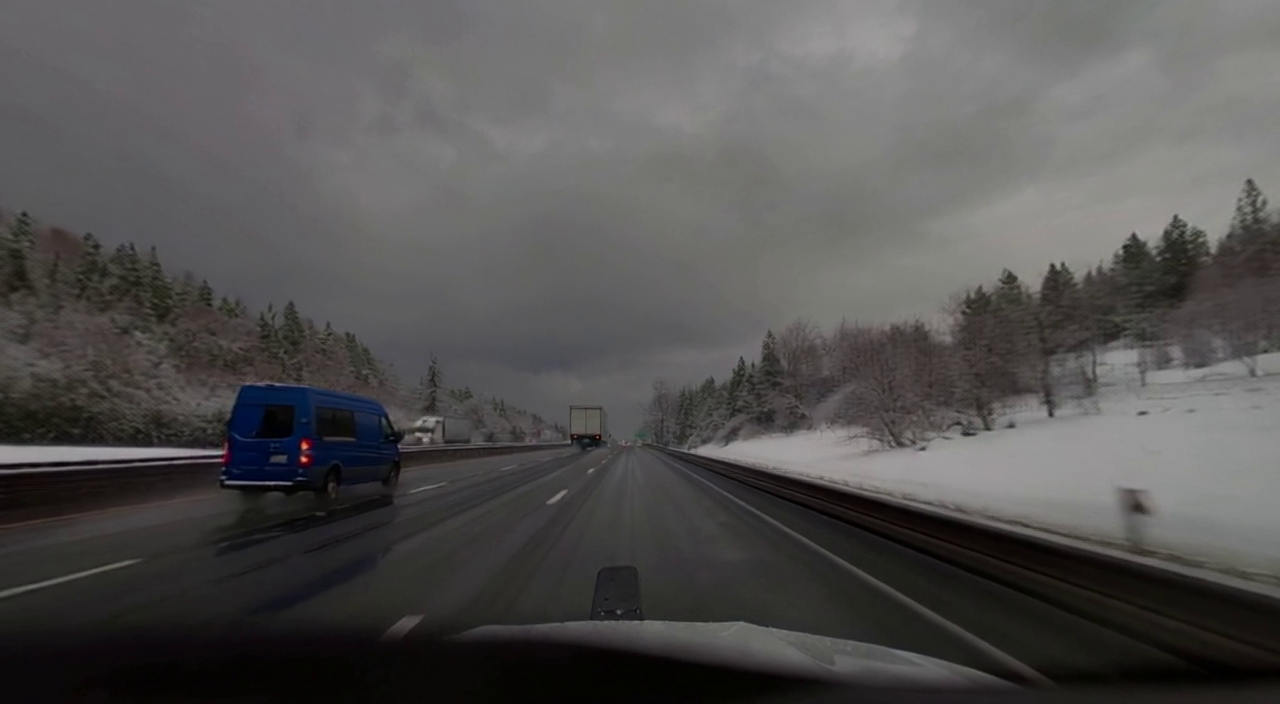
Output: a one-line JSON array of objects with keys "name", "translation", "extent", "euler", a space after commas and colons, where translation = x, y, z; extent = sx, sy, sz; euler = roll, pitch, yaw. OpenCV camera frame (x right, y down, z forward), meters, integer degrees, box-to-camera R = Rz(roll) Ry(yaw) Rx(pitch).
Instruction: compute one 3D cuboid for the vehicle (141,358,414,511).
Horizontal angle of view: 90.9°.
[{"name": "vehicle", "translation": [-7.812, 1.946, 14.958], "extent": [2.396, 2.763, 6.935], "euler": [0, -8, -1]}]
